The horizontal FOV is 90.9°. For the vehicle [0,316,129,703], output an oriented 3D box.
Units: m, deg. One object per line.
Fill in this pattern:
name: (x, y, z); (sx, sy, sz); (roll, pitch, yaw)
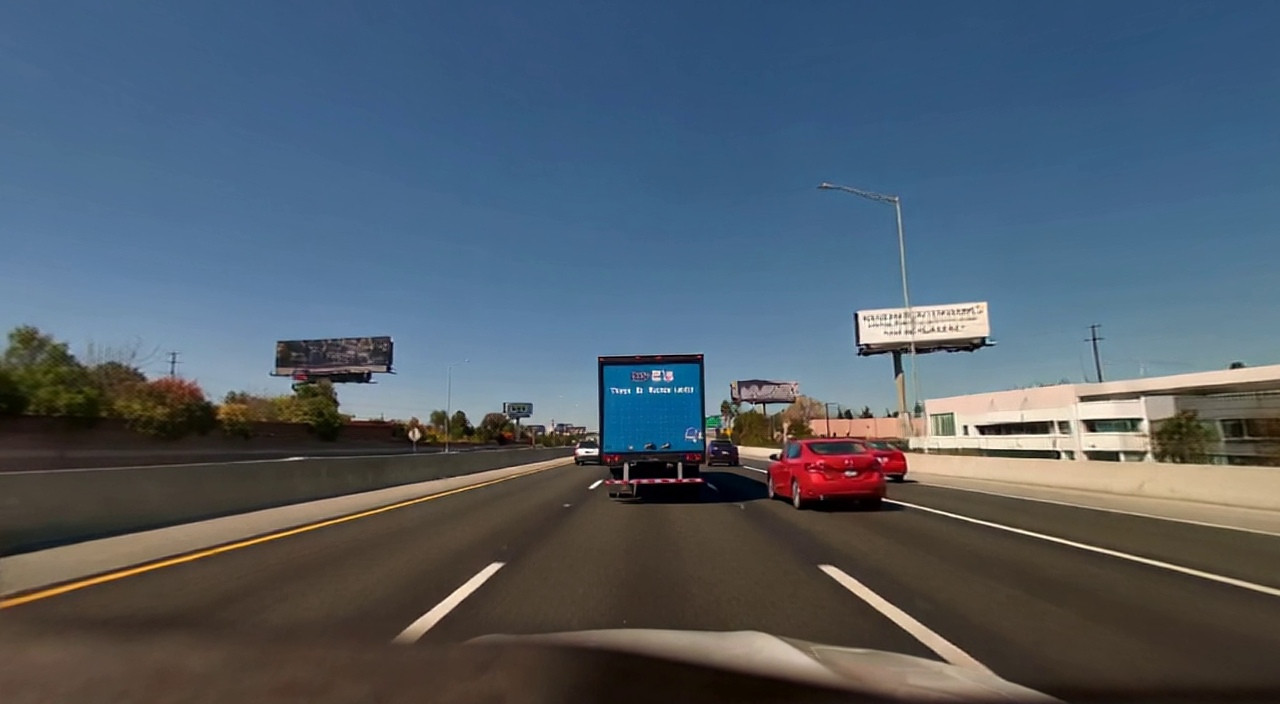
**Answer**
vehicle: (-3.404, 0.537, 0.595); (2.133, 1.808, 4.349); (0, -8, 0)

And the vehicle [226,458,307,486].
vehicle: (-23.296, 7.497, 39.603); (1.805, 1.515, 4.657); (-1, -8, 8)

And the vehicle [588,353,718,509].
vehicle: (0.354, 2.289, 17.700); (2.733, 3.296, 8.571); (0, -8, 1)

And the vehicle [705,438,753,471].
vehicle: (4.851, 5.684, 35.137); (2.066, 1.692, 4.339); (0, -8, 0)

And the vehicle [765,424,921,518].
vehicle: (4.198, 2.517, 13.894); (1.986, 1.718, 4.296); (0, -8, 0)
